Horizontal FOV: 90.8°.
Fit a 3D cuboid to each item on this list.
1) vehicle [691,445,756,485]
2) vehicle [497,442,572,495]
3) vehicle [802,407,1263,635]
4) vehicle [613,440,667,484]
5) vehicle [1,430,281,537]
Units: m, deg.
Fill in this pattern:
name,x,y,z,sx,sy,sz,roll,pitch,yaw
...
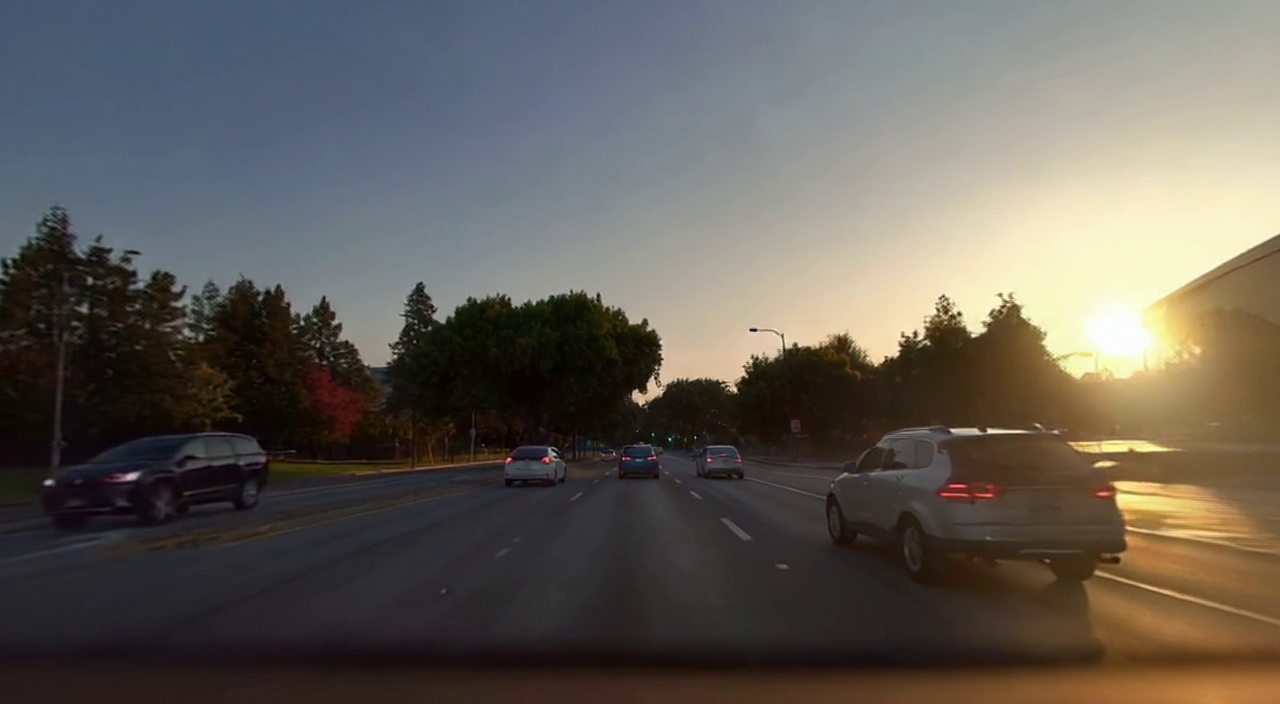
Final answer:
name,x,y,z,sx,sy,sz,roll,pitch,yaw
vehicle,3.384,4.672,26.418,2.068,1.541,4.041,0,-9,-1
vehicle,-3.427,3.875,21.327,1.823,1.602,4.061,0,-9,0
vehicle,3.472,1.592,7.027,2.069,1.644,4.714,0,-9,0
vehicle,-0.041,4.725,27.342,2.150,1.725,4.096,0,-9,-1
vehicle,-9.501,2.508,12.677,2.045,1.730,4.375,0,-9,-1
